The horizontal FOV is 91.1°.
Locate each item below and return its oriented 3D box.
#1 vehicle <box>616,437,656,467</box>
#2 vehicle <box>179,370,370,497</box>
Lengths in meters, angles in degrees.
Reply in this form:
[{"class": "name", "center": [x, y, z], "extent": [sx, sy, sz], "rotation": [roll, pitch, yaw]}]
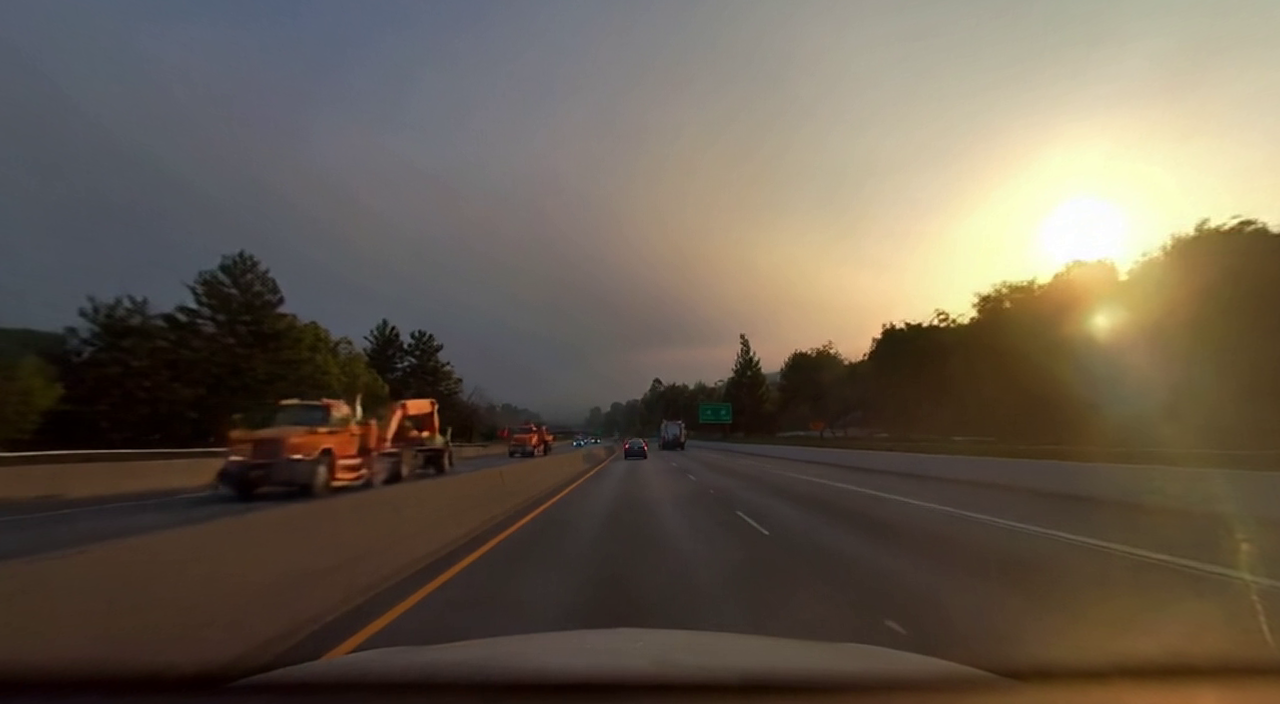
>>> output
[{"class": "vehicle", "center": [-0.185, 5.305, 33.651], "extent": [2.004, 1.472, 4.075], "rotation": [0, -8, 0]}, {"class": "vehicle", "center": [-13.002, 3.031, 23.216], "extent": [3.010, 3.976, 6.420], "rotation": [-1, -8, 1]}]
